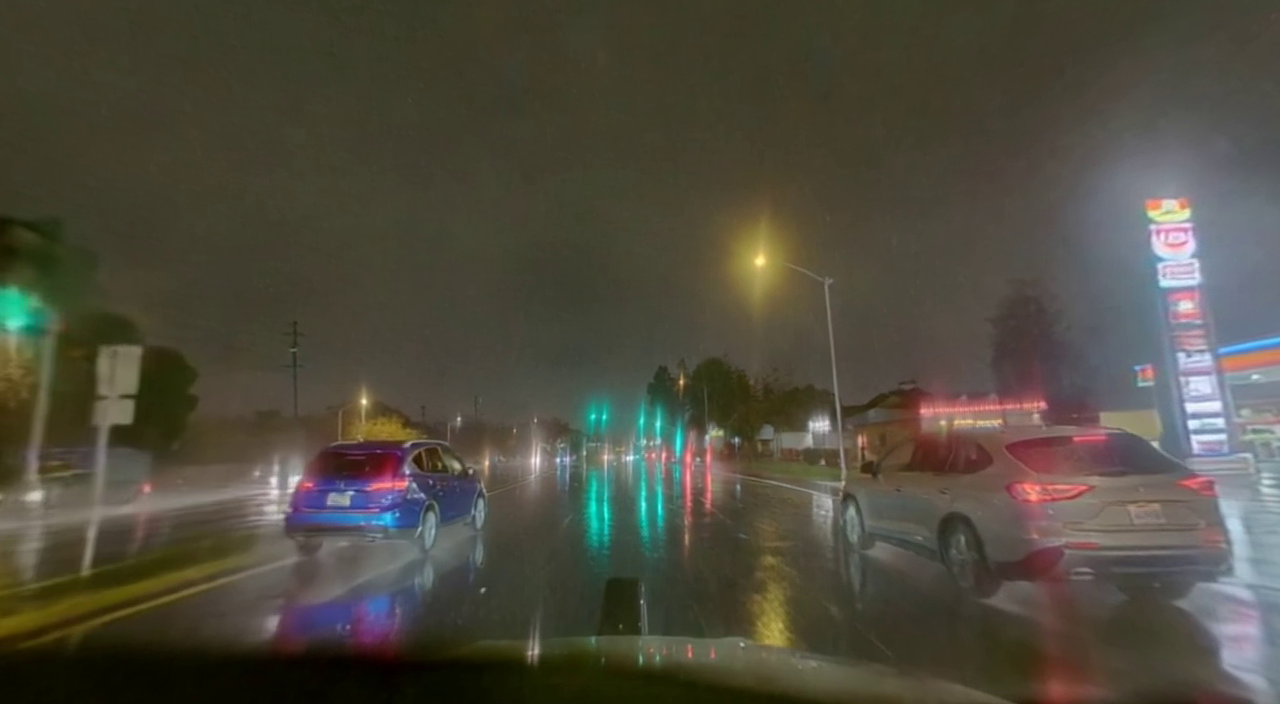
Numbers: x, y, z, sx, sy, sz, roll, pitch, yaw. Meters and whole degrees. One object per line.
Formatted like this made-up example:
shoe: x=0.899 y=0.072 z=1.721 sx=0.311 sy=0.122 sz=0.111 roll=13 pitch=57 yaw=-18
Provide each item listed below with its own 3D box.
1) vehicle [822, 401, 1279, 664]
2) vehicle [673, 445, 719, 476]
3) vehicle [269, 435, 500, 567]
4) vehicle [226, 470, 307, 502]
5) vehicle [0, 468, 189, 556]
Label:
vehicle: x=3.564 y=1.476 z=6.322 sx=2.085 sy=1.655 sz=4.459 roll=0 pitch=-8 yaw=-1
vehicle: x=3.240 y=6.366 z=37.256 sx=2.066 sy=1.699 sz=4.419 roll=0 pitch=-9 yaw=-3
vehicle: x=-3.639 y=2.162 z=9.954 sx=1.935 sy=1.617 sz=4.045 roll=0 pitch=-8 yaw=0
vehicle: x=-21.283 y=7.650 z=36.269 sx=1.852 sy=1.484 sz=4.507 roll=0 pitch=-8 yaw=1
vehicle: x=-14.436 y=3.871 z=15.971 sx=2.014 sy=1.616 sz=5.527 roll=0 pitch=-8 yaw=-1
